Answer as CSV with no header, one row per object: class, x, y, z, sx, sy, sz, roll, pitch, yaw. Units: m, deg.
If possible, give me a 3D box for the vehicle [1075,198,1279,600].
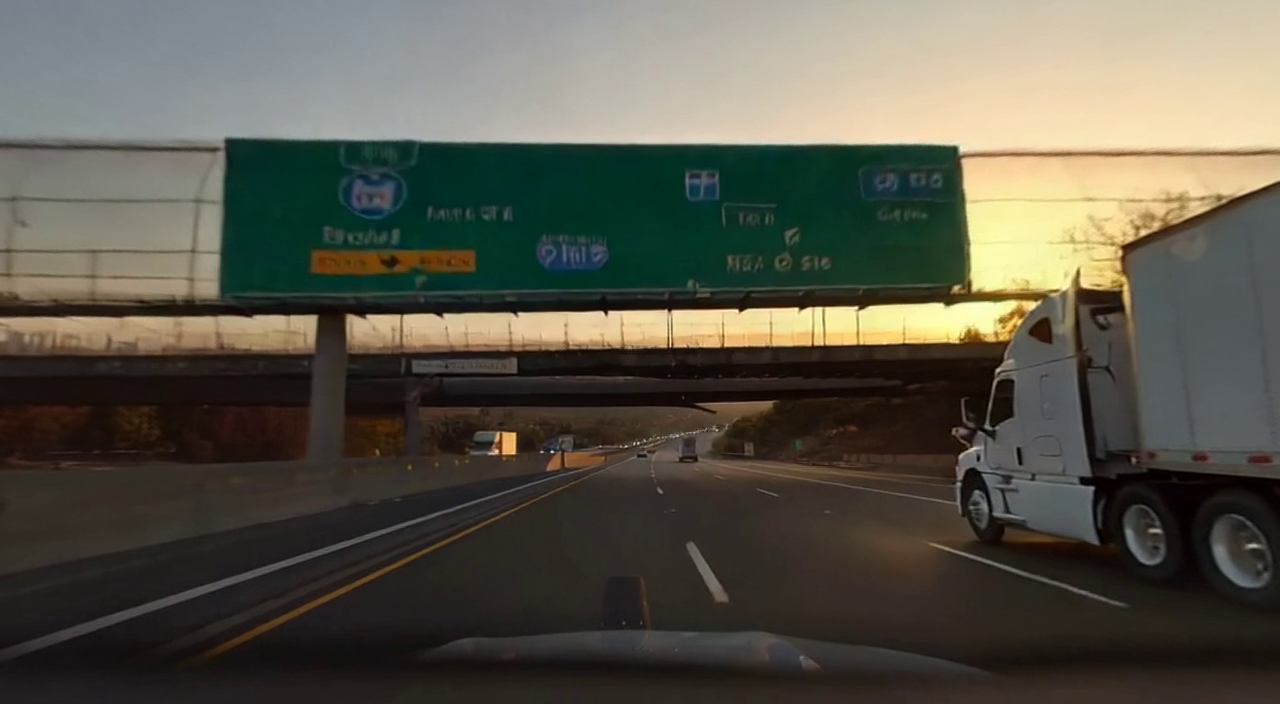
vehicle,6.498,0.117,3.493,2.690,3.197,7.515,0,-9,0
